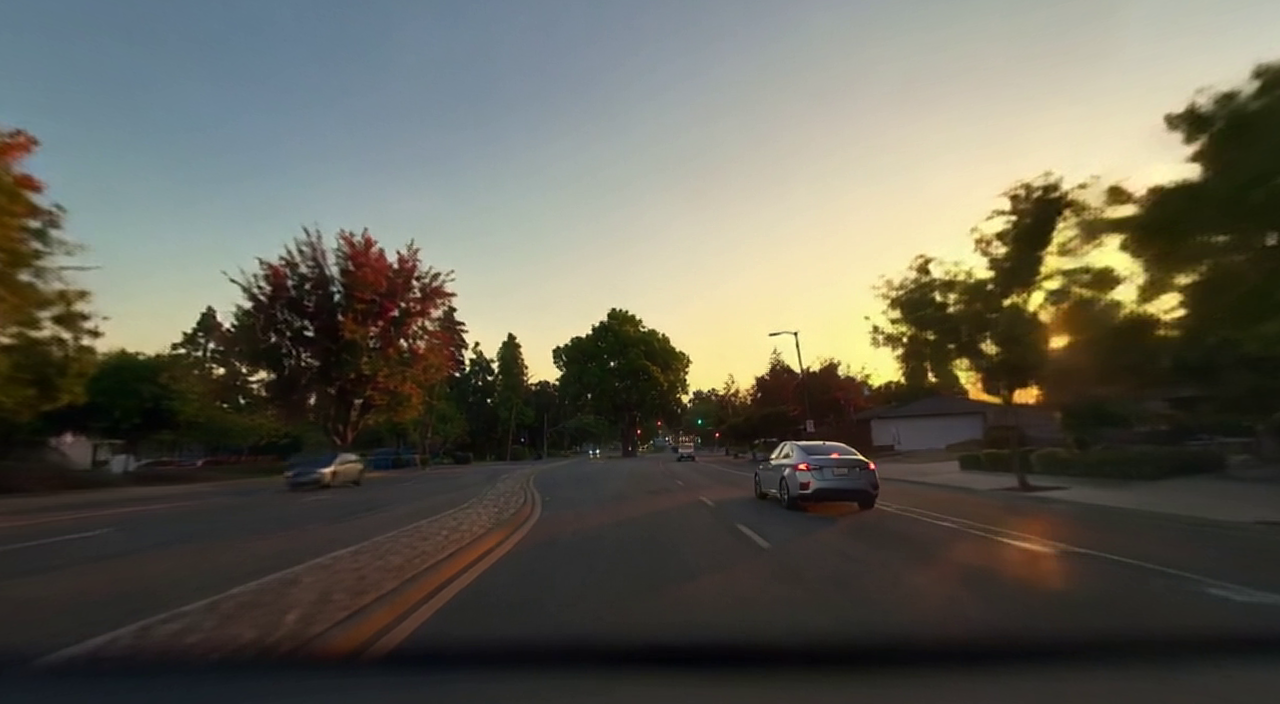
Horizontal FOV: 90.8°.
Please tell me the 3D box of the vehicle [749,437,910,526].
[{"bbox_3d":[3.509,2.474,12.600,1.852,1.453,4.083,0,-9,-2],"label":"vehicle"}]
